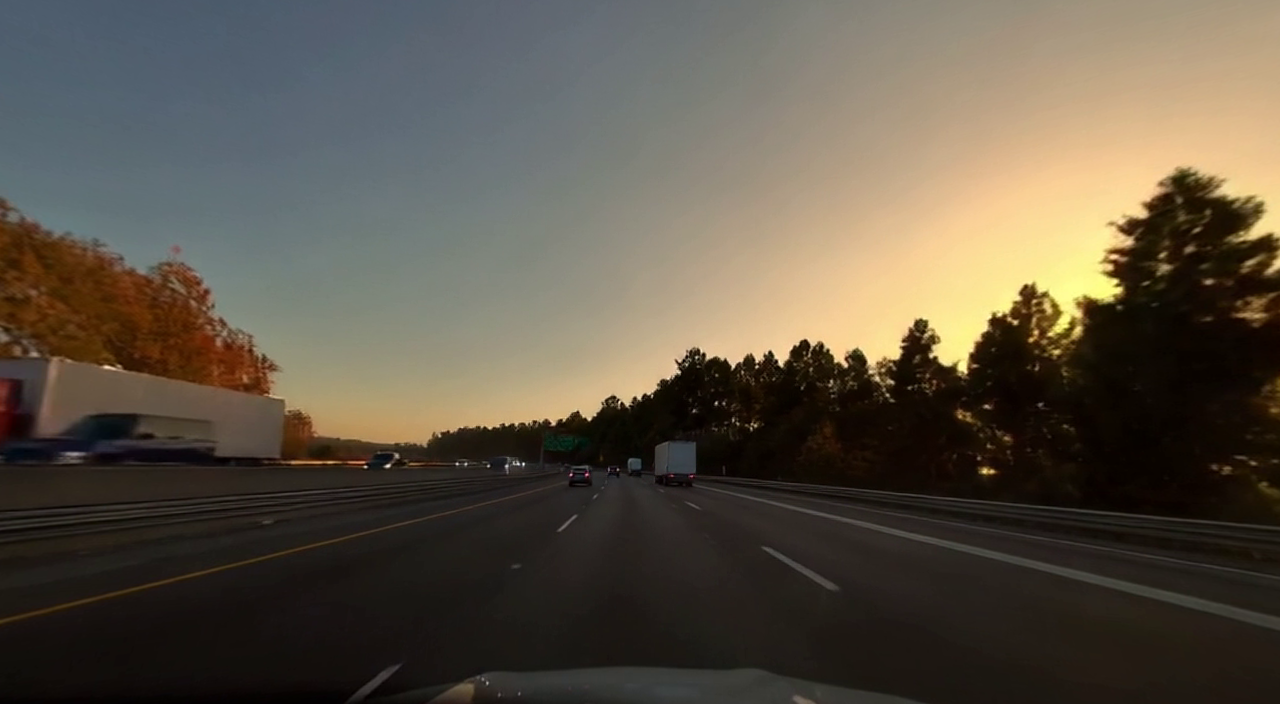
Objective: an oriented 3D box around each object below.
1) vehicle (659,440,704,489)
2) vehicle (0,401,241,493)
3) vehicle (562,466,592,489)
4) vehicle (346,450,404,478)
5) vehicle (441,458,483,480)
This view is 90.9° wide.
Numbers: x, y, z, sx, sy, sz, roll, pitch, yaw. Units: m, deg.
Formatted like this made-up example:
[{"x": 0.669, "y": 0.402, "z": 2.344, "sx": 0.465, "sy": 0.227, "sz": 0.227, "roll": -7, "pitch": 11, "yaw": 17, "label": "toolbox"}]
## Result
[{"x": 3.097, "y": 8.770, "z": 49.172, "sx": 2.738, "sy": 3.456, "sz": 7.520, "roll": 1, "pitch": -11, "yaw": -2, "label": "vehicle"}, {"x": -12.030, "y": 2.305, "z": 14.807, "sx": 2.058, "sy": 1.786, "sz": 4.890, "roll": 1, "pitch": -11, "yaw": -1, "label": "vehicle"}, {"x": -4.381, "y": 8.823, "z": 44.302, "sx": 1.868, "sy": 1.485, "sz": 3.770, "roll": 1, "pitch": -11, "yaw": -2, "label": "vehicle"}, {"x": -16.175, "y": 6.889, "z": 38.656, "sx": 1.854, "sy": 1.582, "sz": 3.969, "roll": 1, "pitch": -11, "yaw": -2, "label": "vehicle"}, {"x": -12.584, "y": 8.303, "z": 44.768, "sx": 1.850, "sy": 1.415, "sz": 4.233, "roll": 1, "pitch": -11, "yaw": -2, "label": "vehicle"}]
